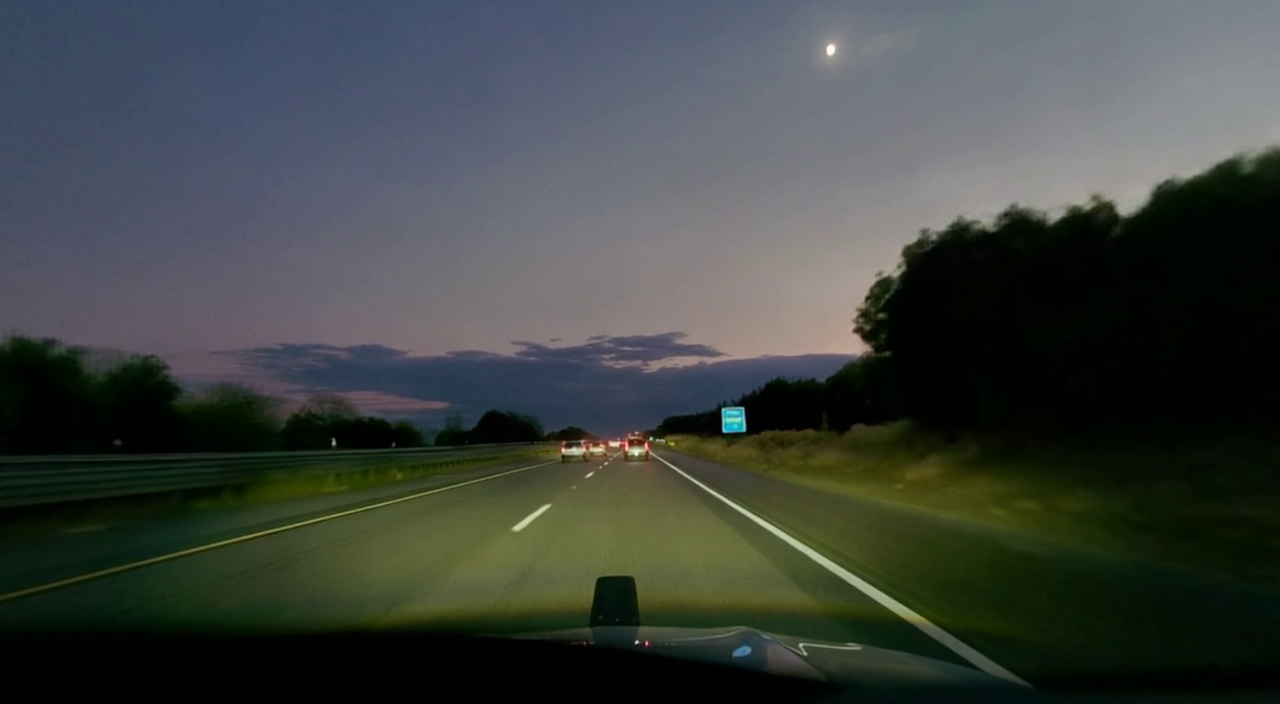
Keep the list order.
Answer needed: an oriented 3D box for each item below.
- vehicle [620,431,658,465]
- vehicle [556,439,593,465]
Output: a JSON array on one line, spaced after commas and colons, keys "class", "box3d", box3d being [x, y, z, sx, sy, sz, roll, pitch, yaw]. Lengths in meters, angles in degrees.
[{"class": "vehicle", "box3d": [-0.111, 5.952, 39.286, 2.223, 1.957, 4.416, 0, -8, -2]}, {"class": "vehicle", "box3d": [-4.202, 6.498, 41.204, 2.062, 1.567, 4.117, 0, -8, -1]}]
